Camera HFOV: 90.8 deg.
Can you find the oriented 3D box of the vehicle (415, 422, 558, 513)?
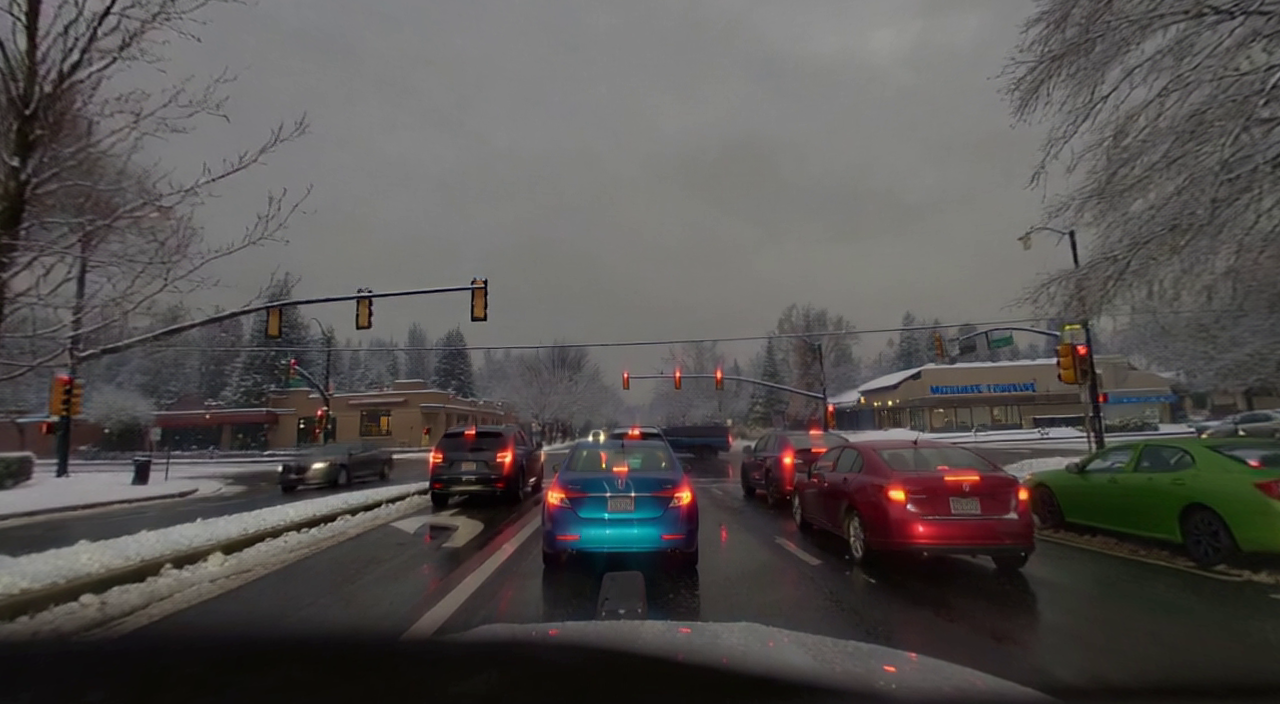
[{"bbox_3d":[-3.437,2.709,15.387,2.160,1.823,5.115,0,-8,1],"label":"vehicle"}]

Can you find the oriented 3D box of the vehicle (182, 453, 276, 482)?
[{"bbox_3d":[-24.720,6.972,38.117,4.238,1.671,1.898,2,-9,-10],"label":"vehicle"}]

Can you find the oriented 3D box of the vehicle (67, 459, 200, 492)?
[{"bbox_3d":[-25.269,6.144,31.738,4.679,1.488,2.052,2,-9,-13],"label":"vehicle"}]

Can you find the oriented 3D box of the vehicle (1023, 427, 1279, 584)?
[{"bbox_3d":[7.198,1.737,7.820,2.004,1.508,4.646,0,-8,0],"label":"vehicle"}]

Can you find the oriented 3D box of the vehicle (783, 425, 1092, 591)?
[{"bbox_3d":[3.237,1.757,8.001,2.020,1.513,4.120,0,-8,2],"label":"vehicle"}]

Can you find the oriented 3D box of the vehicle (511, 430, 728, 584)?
[{"bbox_3d":[-0.177,1.802,8.157,2.098,1.477,3.897,0,-8,1],"label":"vehicle"}]

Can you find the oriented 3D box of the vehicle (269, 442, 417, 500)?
[{"bbox_3d":[-8.505,3.423,18.678,1.966,1.469,4.714,0,-9,2],"label":"vehicle"}]
